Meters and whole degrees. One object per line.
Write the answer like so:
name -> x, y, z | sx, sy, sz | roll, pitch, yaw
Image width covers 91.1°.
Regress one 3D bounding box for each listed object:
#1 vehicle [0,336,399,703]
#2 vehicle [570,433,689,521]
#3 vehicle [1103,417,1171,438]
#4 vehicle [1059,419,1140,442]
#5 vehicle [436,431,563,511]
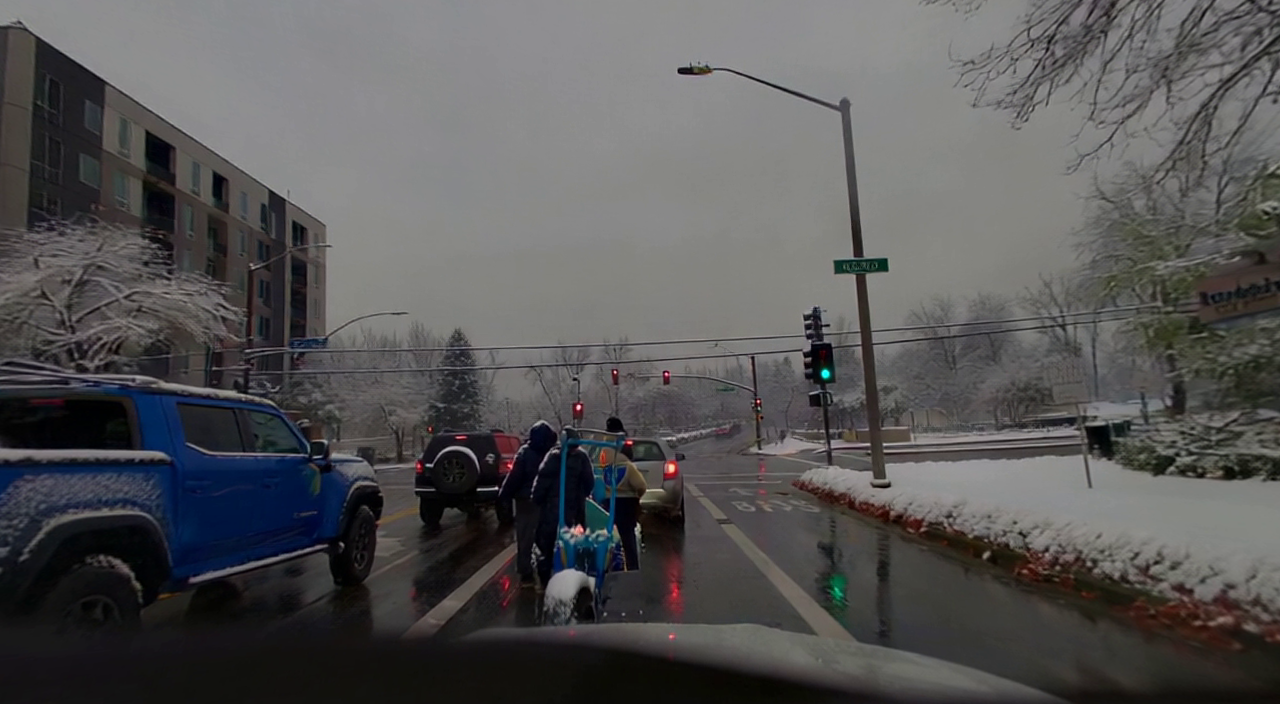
vehicle -> -3.609, 1.130, 4.452 | 2.000, 1.809, 4.405 | 0, -8, 1
vehicle -> -0.134, 2.427, 12.740 | 2.025, 1.458, 4.085 | 0, -8, 1
vehicle -> 36.782, 5.605, 46.545 | 1.625, 1.449, 3.557 | 6, -11, -38
vehicle -> 30.727, 5.279, 42.083 | 1.751, 1.420, 4.027 | 8, -12, -43
vehicle -> -3.152, 2.767, 15.060 | 1.935, 1.615, 4.073 | -1, -8, 3
